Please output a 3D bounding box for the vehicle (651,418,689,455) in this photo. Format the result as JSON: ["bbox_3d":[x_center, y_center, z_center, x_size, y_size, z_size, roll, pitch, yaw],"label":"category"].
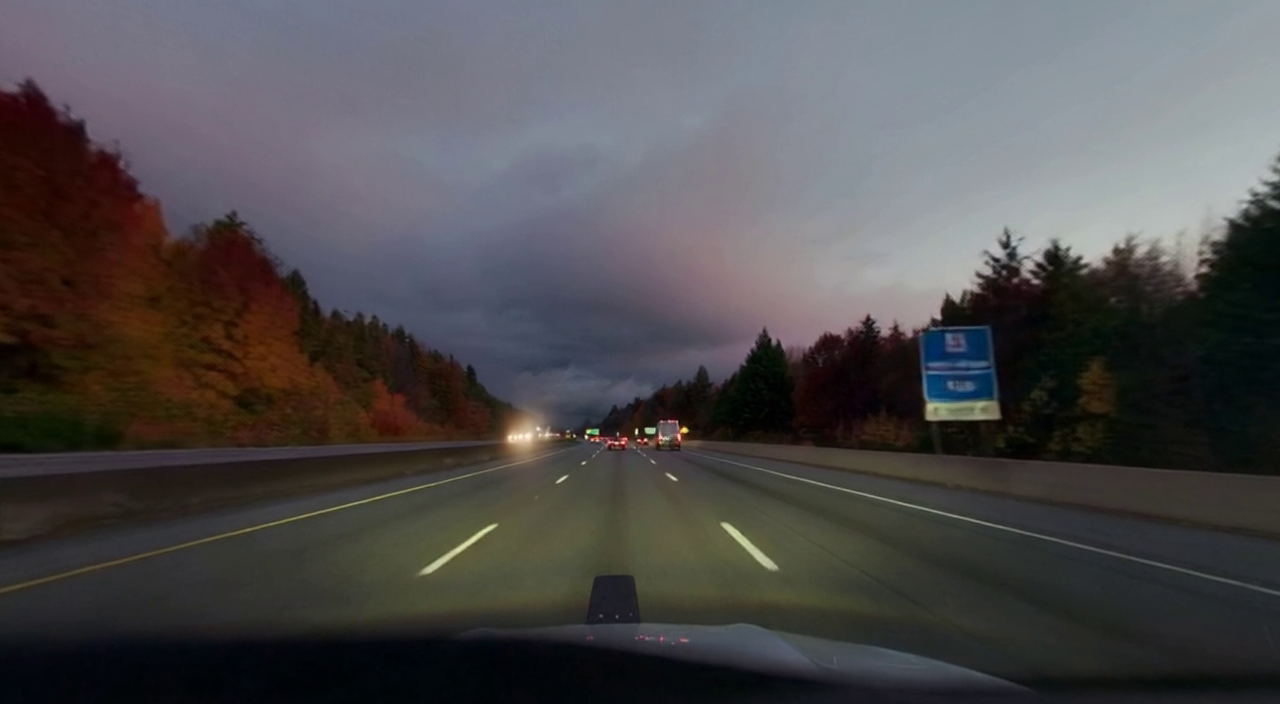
[{"bbox_3d":[2.195,6.376,47.287,2.411,2.614,5.781,0,-8,-1],"label":"vehicle"}]
